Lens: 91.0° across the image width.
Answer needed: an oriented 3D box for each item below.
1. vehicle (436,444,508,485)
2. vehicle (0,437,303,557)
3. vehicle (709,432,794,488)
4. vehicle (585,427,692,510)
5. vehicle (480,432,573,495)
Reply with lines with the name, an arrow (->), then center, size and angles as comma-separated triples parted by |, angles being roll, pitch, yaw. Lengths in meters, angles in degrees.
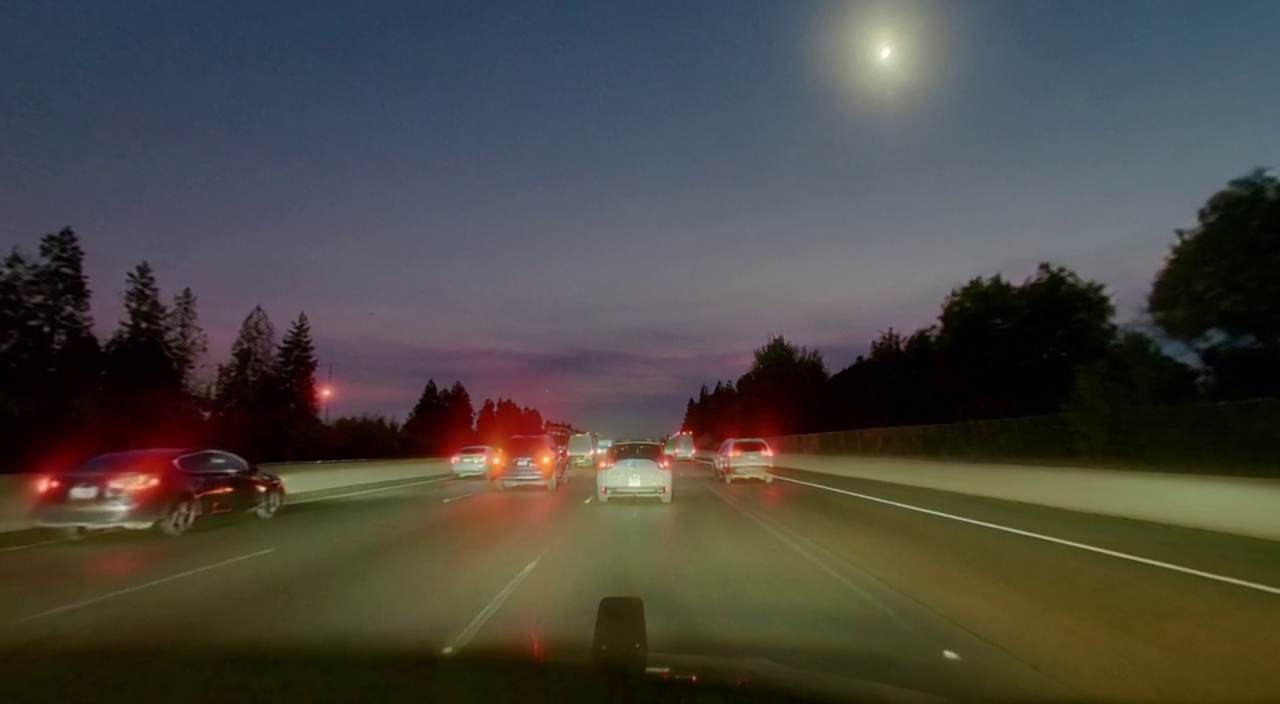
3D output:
vehicle -> -7.163, 4.807, 27.286 | 1.931, 1.617, 4.060 | 0, -8, 0
vehicle -> -7.737, 2.186, 10.322 | 1.927, 1.514, 4.474 | 0, -8, 0
vehicle -> 3.982, 3.979, 23.571 | 2.175, 1.830, 5.173 | 0, -8, -1
vehicle -> -0.004, 2.753, 15.324 | 2.223, 1.722, 4.177 | 0, -8, 1
vehicle -> -3.517, 3.550, 20.449 | 2.142, 1.808, 4.266 | 0, -8, 1
